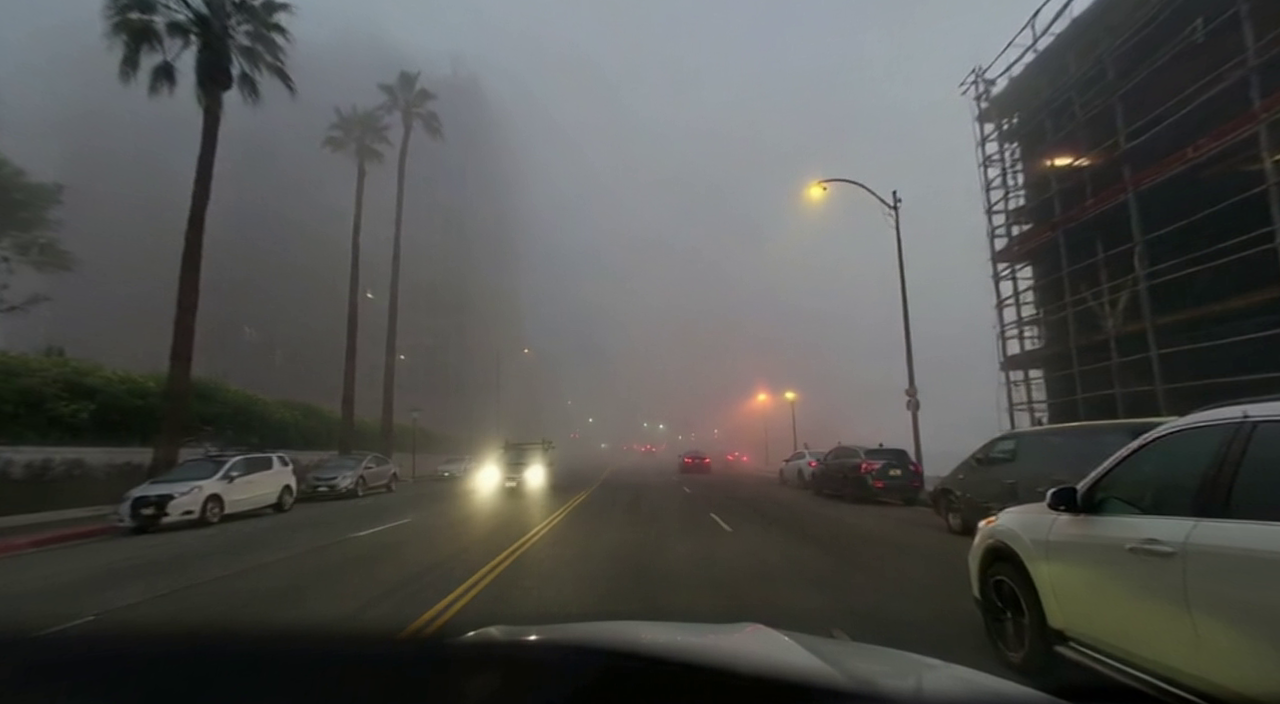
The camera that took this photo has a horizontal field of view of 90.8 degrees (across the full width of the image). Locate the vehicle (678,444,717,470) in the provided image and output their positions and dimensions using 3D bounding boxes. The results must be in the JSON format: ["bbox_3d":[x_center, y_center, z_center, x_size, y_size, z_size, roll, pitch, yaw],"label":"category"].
[{"bbox_3d":[3.481,6.382,38.783,1.999,1.487,3.939,0,-8,0],"label":"vehicle"}]

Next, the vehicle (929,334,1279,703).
[{"bbox_3d":[3.121,0.827,2.388,1.953,1.687,4.344,0,-8,0],"label":"vehicle"}]

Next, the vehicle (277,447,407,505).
[{"bbox_3d":[-9.736,4.038,21.204,1.951,1.644,4.987,0,-8,0],"label":"vehicle"}]

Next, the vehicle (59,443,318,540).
[{"bbox_3d":[-9.698,2.959,14.318,2.051,1.762,5.059,0,-8,1],"label":"vehicle"}]

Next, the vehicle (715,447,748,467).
[{"bbox_3d":[6.865,7.880,47.618,1.819,1.435,4.337,0,-8,0],"label":"vehicle"}]

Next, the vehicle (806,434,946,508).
[{"bbox_3d":[6.325,3.202,17.583,1.981,1.768,4.405,0,-8,-3],"label":"vehicle"}]

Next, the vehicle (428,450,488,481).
[{"bbox_3d":[-9.583,6.007,33.655,1.826,1.445,4.325,0,-8,2],"label":"vehicle"}]

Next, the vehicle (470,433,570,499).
[{"bbox_3d":[-3.403,3.314,18.809,2.096,1.716,4.300,0,-8,1],"label":"vehicle"}]
